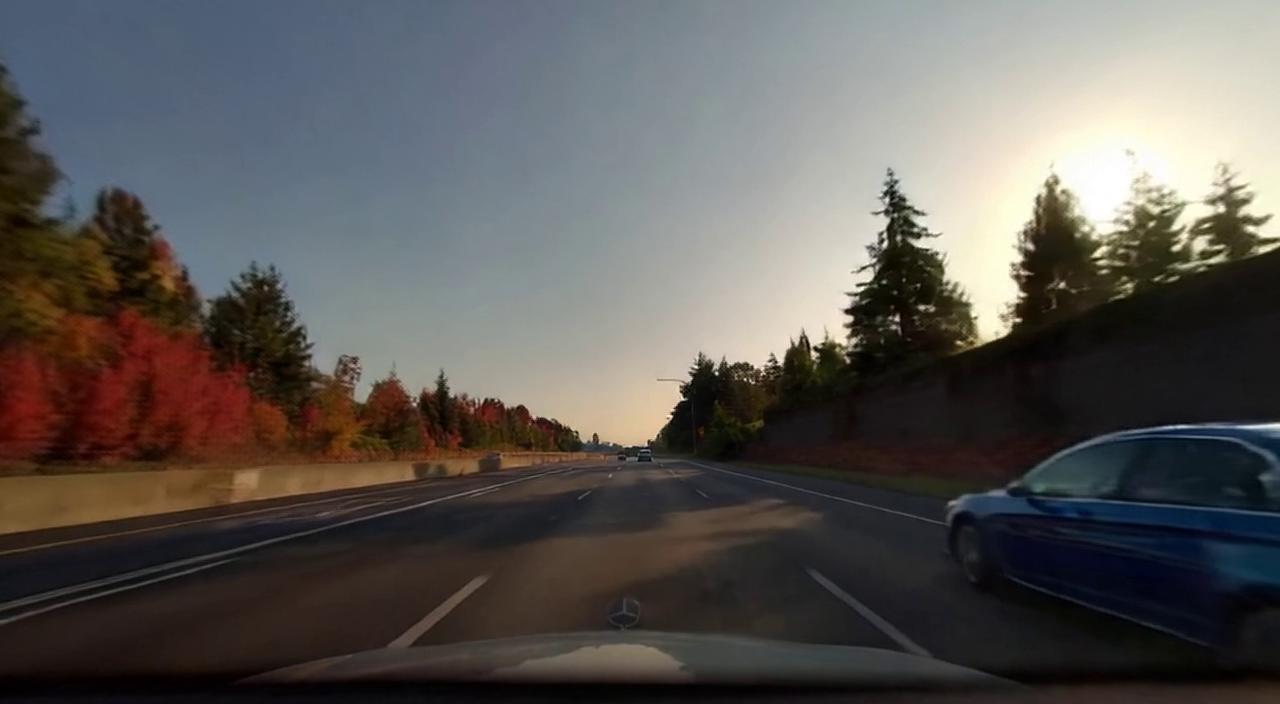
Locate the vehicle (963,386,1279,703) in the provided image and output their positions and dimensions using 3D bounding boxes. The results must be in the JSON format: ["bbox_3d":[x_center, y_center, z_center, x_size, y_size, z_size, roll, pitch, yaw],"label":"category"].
[{"bbox_3d":[3.583,0.928,2.474,2.146,1.573,4.661,0,-9,0],"label":"vehicle"}]
